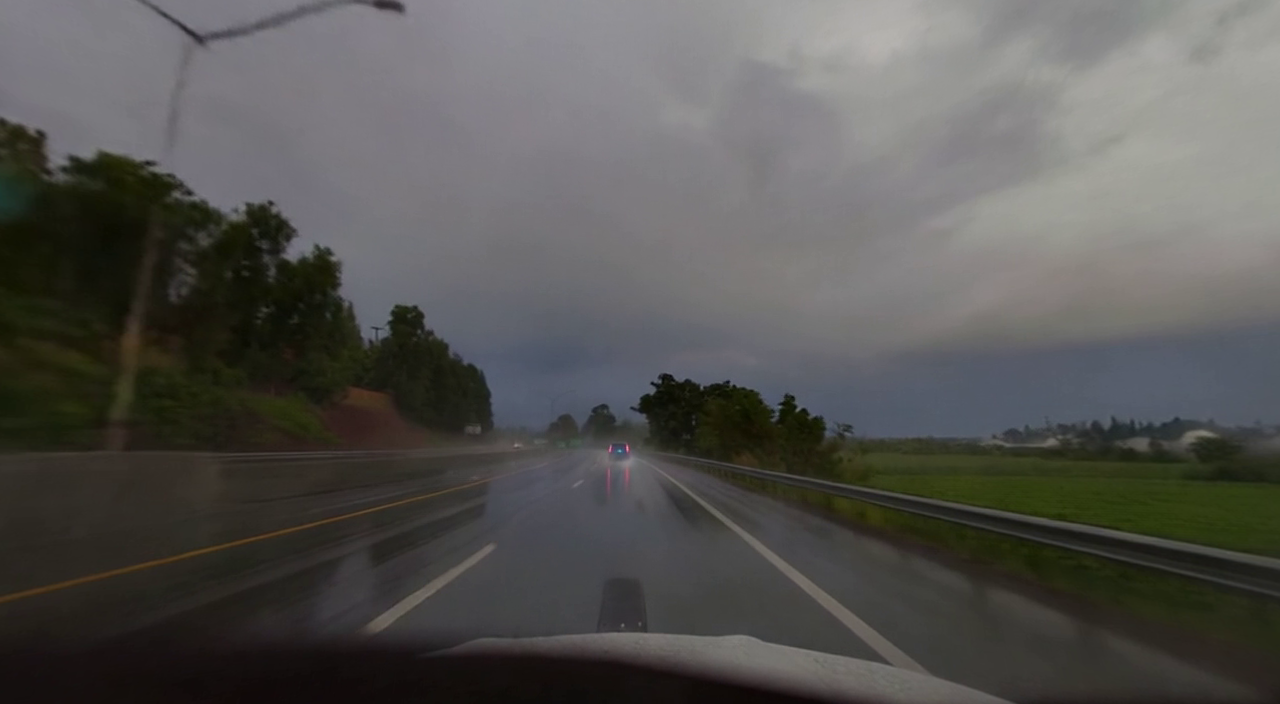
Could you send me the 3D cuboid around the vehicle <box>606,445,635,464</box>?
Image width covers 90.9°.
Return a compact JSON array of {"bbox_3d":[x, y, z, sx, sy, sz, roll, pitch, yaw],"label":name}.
[{"bbox_3d":[-1.561,8.056,49.433,2.126,1.411,4.433,0,-9,-3],"label":"vehicle"}]
